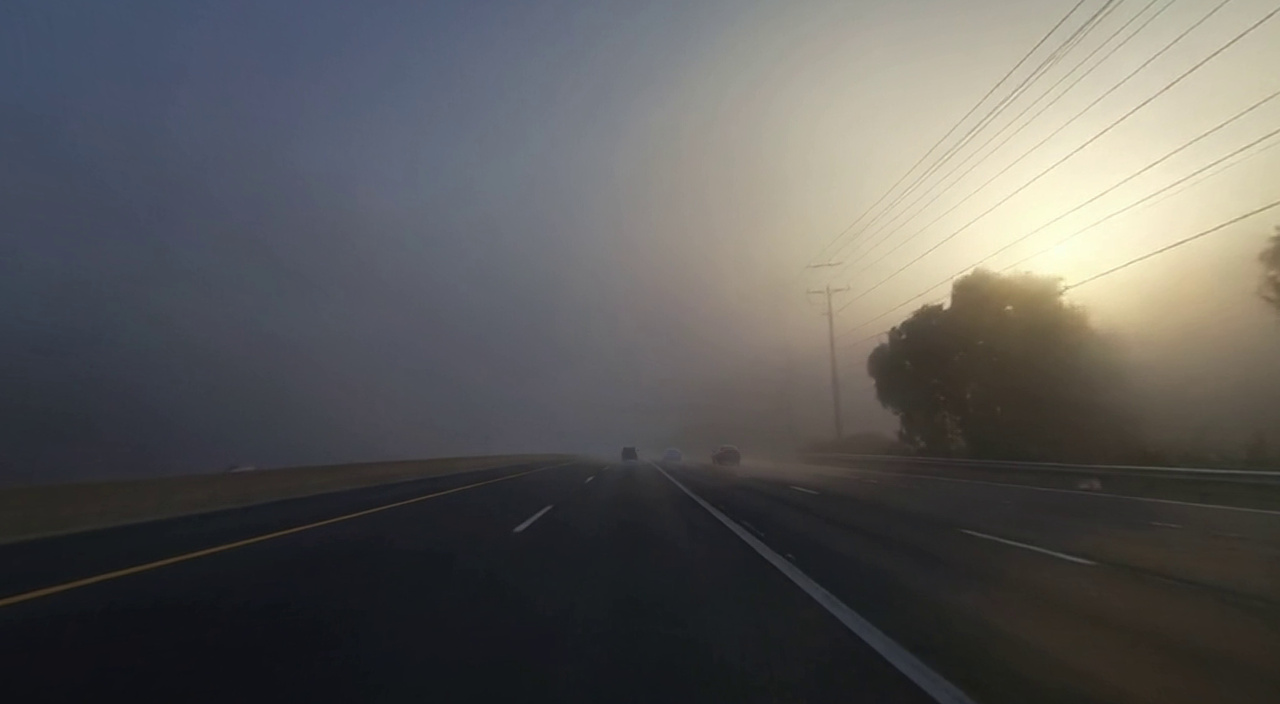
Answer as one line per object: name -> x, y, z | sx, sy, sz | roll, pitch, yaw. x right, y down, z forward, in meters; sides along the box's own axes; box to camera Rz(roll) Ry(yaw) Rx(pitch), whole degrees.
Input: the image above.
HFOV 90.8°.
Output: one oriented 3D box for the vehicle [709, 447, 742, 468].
vehicle -> 6.400, 7.945, 47.806 | 1.817, 1.440, 4.075 | 0, -9, -2
